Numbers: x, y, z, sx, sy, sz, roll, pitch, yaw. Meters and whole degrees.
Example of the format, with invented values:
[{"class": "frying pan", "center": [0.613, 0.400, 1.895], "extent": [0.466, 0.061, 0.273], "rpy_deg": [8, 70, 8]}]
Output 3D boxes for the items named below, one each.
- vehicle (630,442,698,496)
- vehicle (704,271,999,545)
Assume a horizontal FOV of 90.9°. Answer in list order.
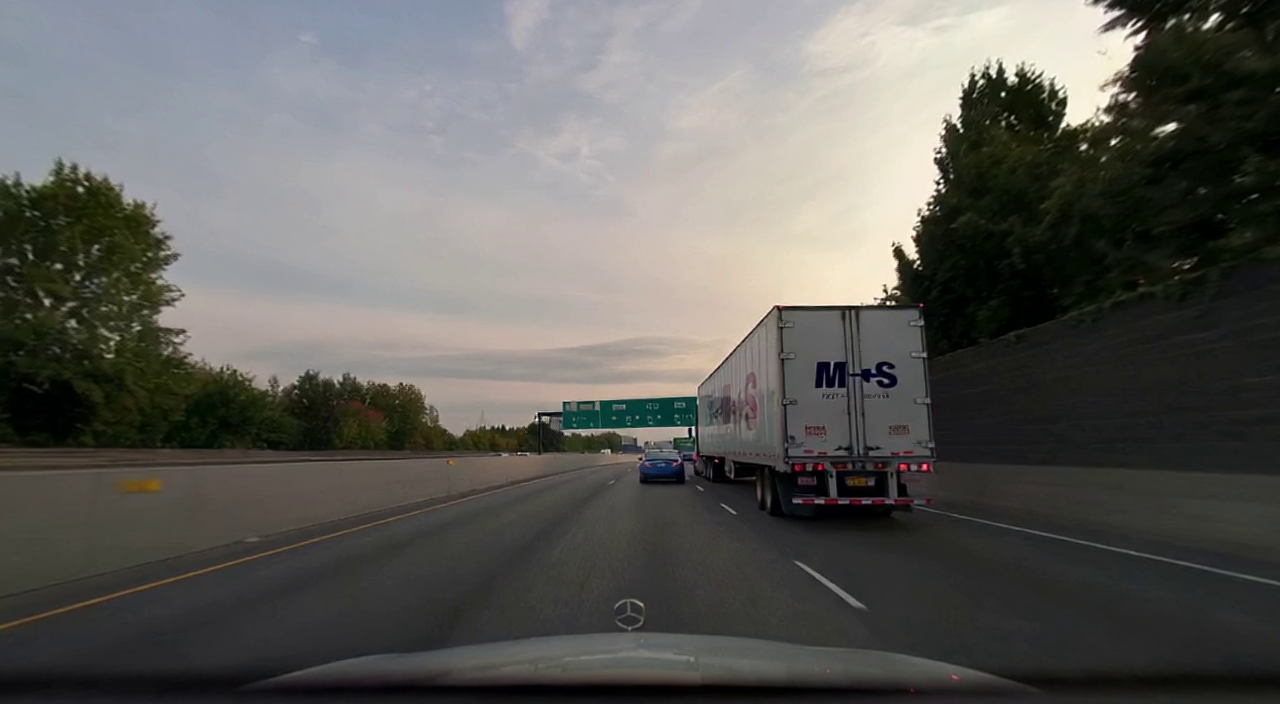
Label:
[{"class": "vehicle", "center": [0.726, 3.930, 21.520], "extent": [2.121, 1.642, 3.828], "rpy_deg": [0, -9, 0]}, {"class": "vehicle", "center": [3.830, 1.853, 16.495], "extent": [3.002, 4.104, 14.174], "rpy_deg": [0, -9, 1]}]
